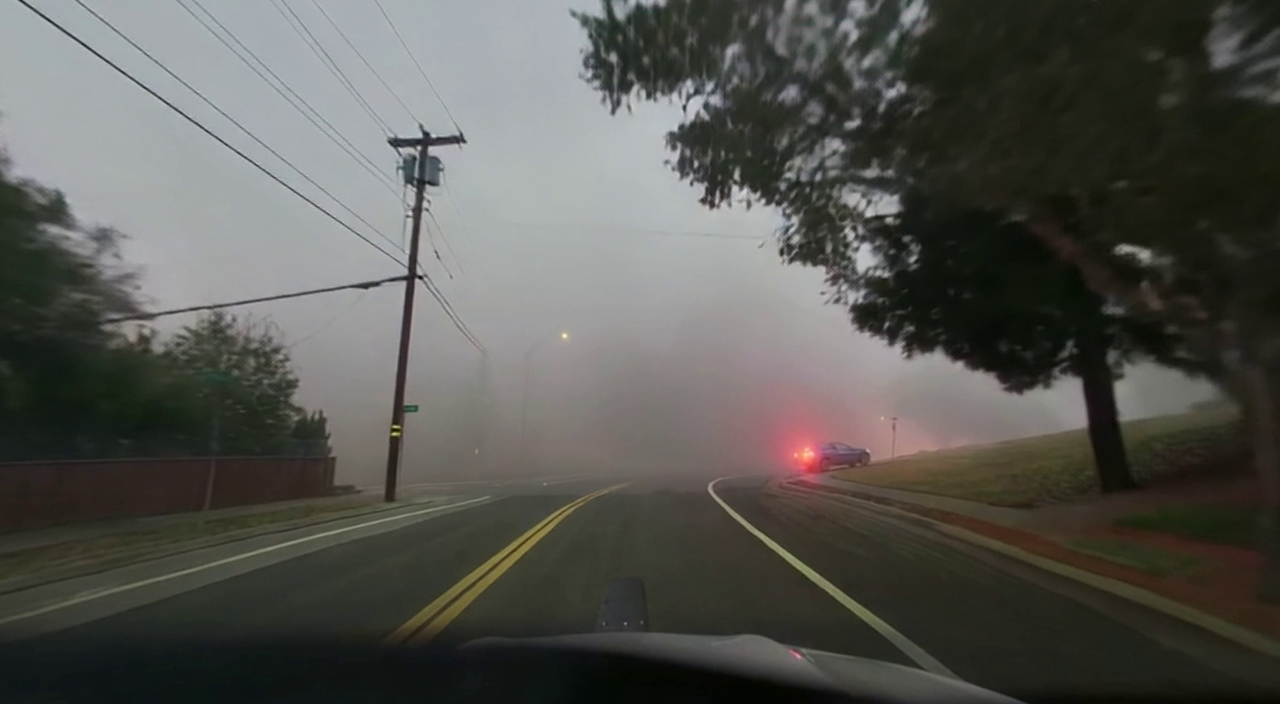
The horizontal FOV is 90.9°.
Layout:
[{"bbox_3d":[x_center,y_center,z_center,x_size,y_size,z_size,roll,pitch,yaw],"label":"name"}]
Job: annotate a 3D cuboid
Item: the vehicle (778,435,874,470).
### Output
[{"bbox_3d":[9.971,5.359,33.728,4.810,1.732,2.176,5,-10,-31],"label":"vehicle"}]
